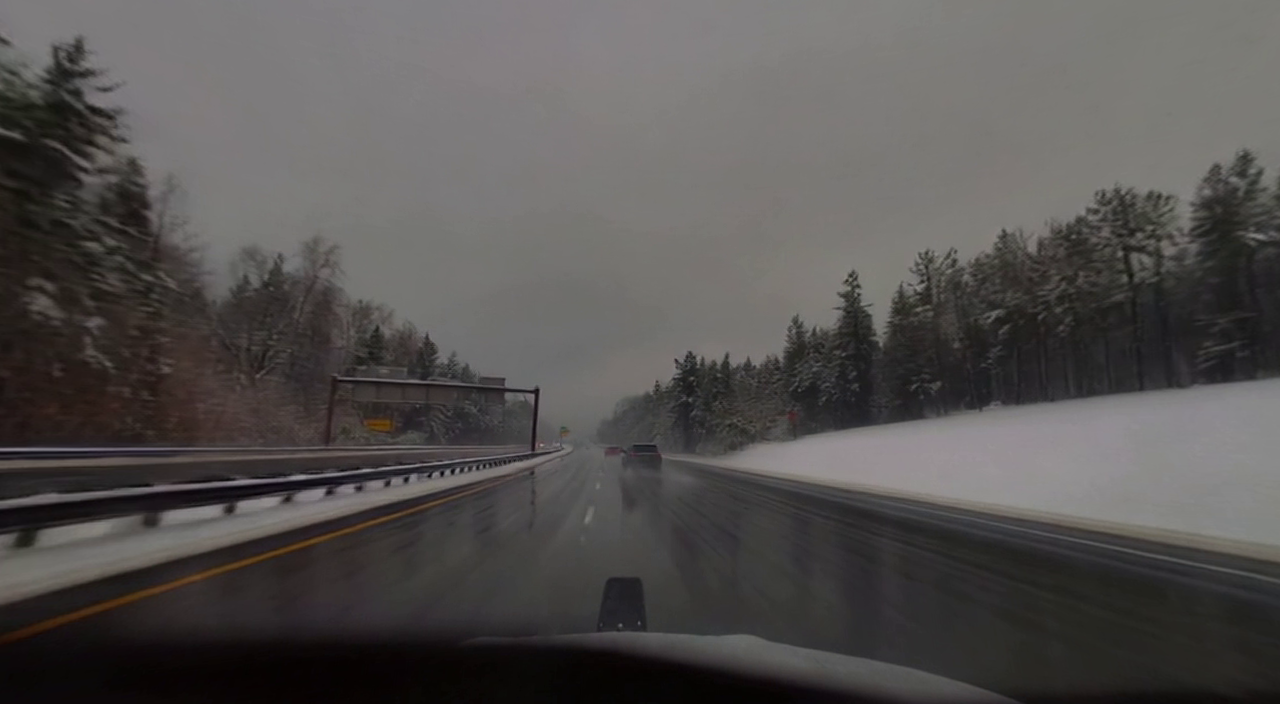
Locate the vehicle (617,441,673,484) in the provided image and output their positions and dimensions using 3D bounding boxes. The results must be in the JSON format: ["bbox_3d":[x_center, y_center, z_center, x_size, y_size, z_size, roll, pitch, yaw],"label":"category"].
[{"bbox_3d":[0.113,4.421,25.471,2.011,1.590,3.607,1,-9,-4],"label":"vehicle"}]
